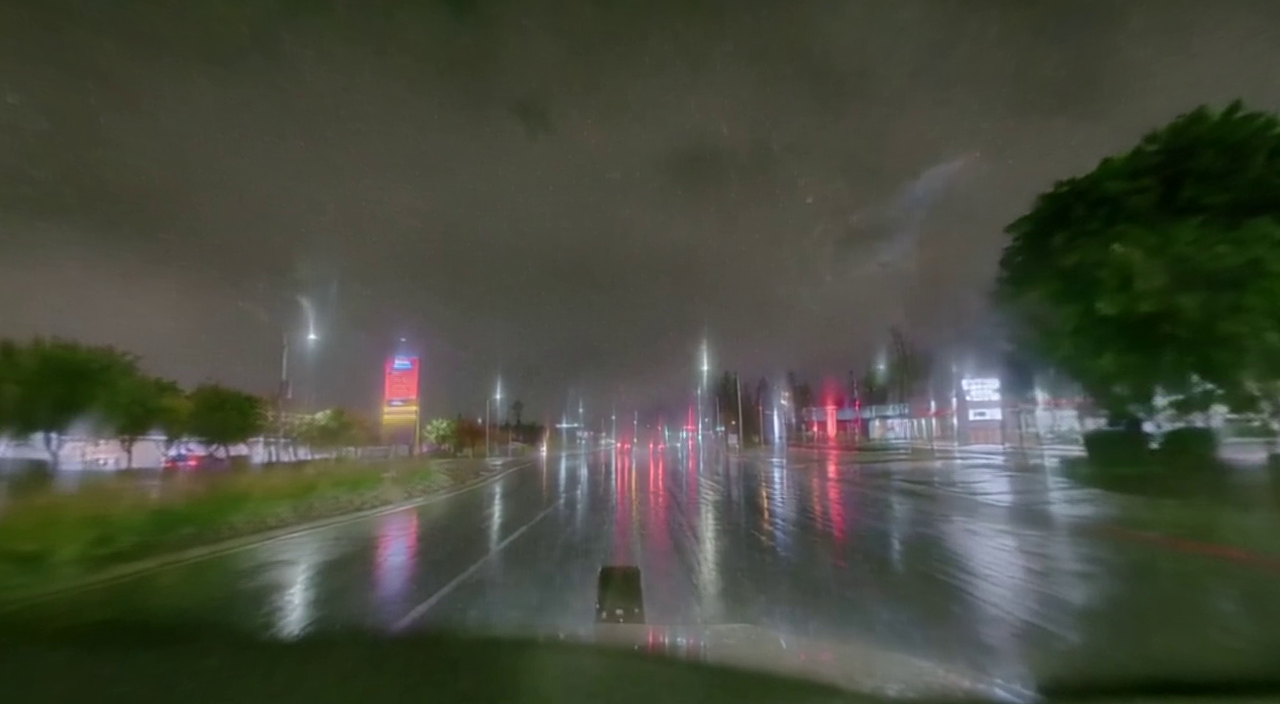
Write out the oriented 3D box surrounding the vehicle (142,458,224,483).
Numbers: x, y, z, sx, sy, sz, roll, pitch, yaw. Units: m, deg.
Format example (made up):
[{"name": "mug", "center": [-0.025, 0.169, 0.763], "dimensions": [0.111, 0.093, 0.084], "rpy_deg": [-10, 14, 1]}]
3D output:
[{"name": "vehicle", "center": [-30.245, 7.825, 42.016], "dimensions": [1.820, 1.467, 4.594], "rpy_deg": [-1, -9, 4]}]
